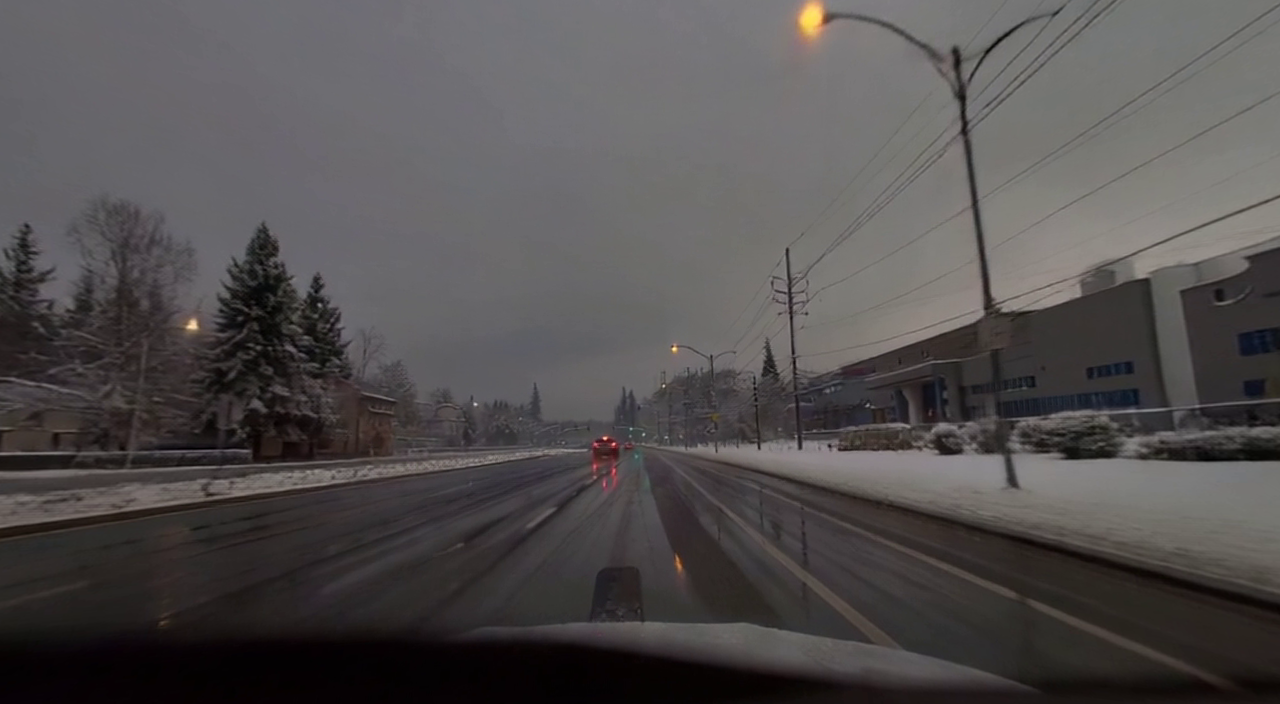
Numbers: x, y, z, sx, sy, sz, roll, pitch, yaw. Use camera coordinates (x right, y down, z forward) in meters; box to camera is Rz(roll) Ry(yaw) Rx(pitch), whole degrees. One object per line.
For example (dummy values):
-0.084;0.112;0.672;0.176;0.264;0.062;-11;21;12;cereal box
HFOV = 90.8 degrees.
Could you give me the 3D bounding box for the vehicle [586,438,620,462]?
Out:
-2.597;7.033;45.358;2.121;1.654;3.993;0;-8;1;vehicle
